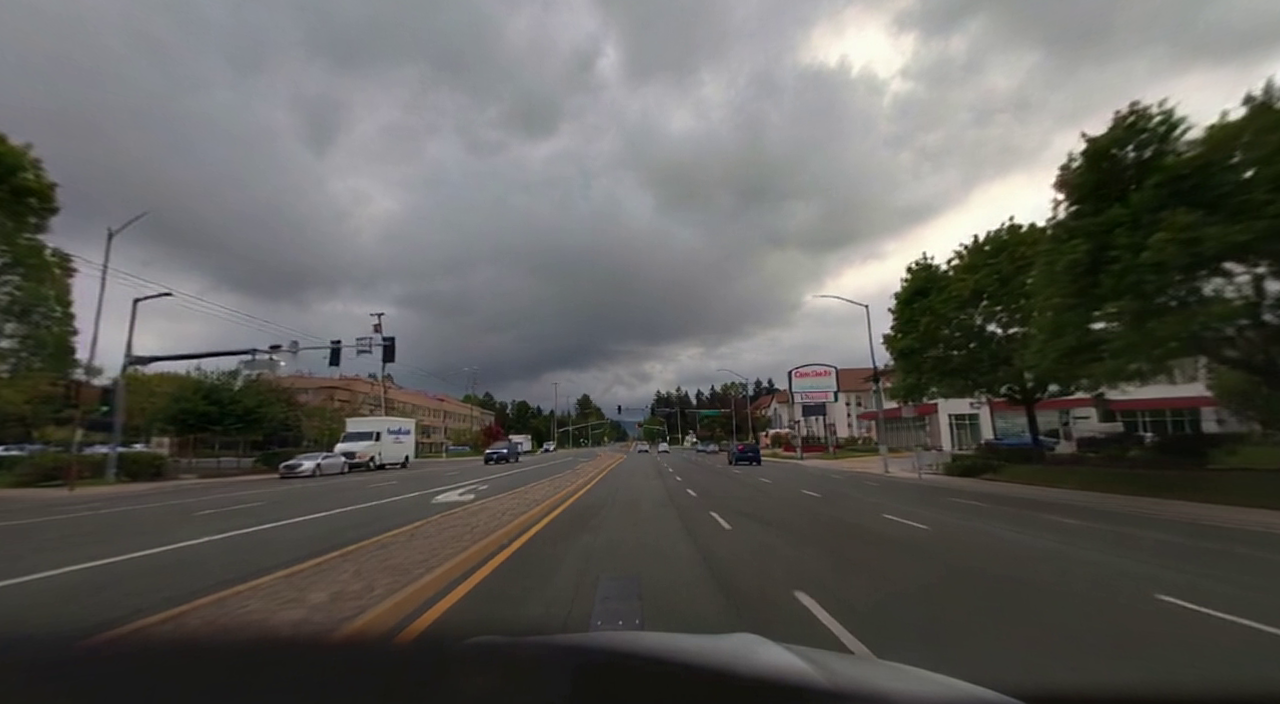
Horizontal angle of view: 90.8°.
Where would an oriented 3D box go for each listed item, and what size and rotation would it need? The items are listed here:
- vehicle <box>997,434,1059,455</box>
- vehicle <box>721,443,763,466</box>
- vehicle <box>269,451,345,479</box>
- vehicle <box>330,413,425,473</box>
[{"bbox_3d":[29.843,7.172,48.734,1.796,1.485,4.667,0,-9,0],"label":"vehicle"},{"bbox_3d":[6.627,6.721,41.436,1.916,1.437,4.327,0,-9,-2],"label":"vehicle"},{"bbox_3d":[-18.969,6.430,36.246,1.950,1.464,4.414,0,-9,0],"label":"vehicle"},{"bbox_3d":[-18.738,6.620,45.835,2.982,3.900,8.593,0,-9,1],"label":"vehicle"}]
